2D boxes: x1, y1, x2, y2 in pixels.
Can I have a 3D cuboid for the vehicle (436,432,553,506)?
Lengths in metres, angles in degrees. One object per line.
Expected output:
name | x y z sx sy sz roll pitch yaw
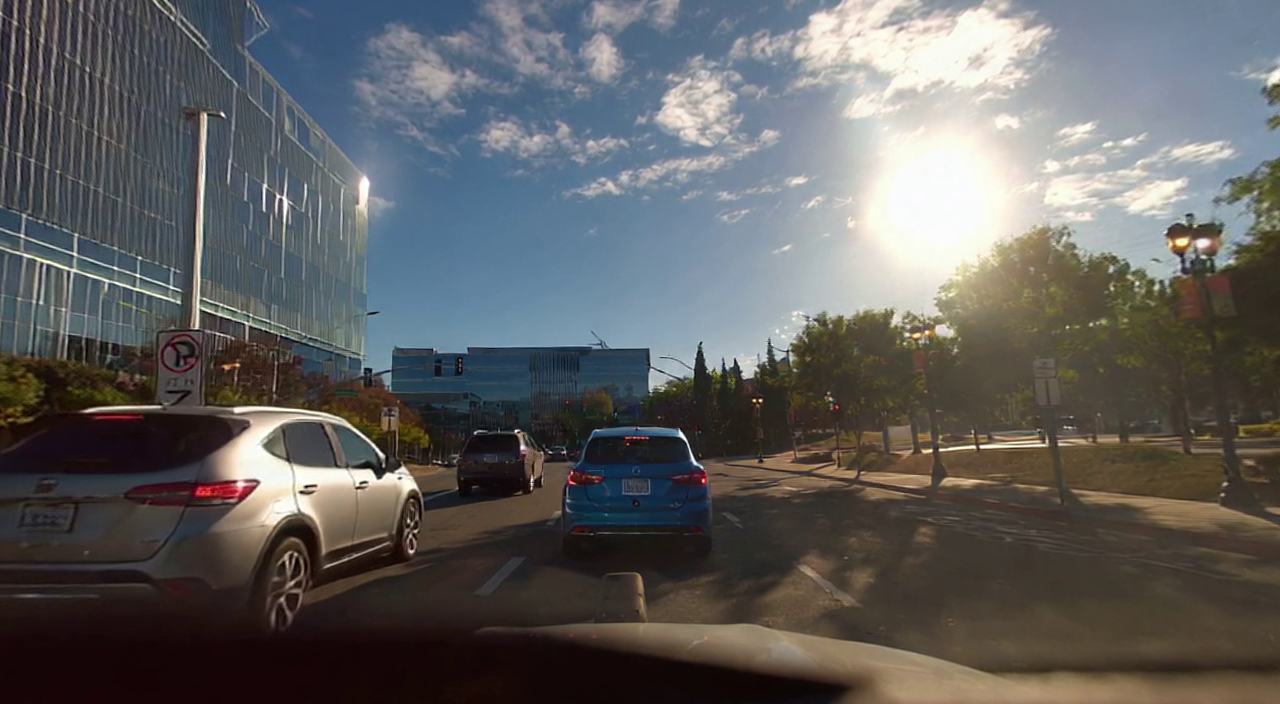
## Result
vehicle | -3.615 2.988 16.586 2.068 1.678 4.199 0 -8 0

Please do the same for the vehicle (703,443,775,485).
vehicle | 3.714 4.260 24.461 2.082 1.445 4.426 0 -8 0

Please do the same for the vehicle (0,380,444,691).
vehicle | -3.560 1.324 5.730 2.083 1.691 4.398 0 -8 1

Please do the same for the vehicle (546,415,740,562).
vehicle | 0.007 1.876 9.393 2.207 1.659 4.155 0 -8 -1
